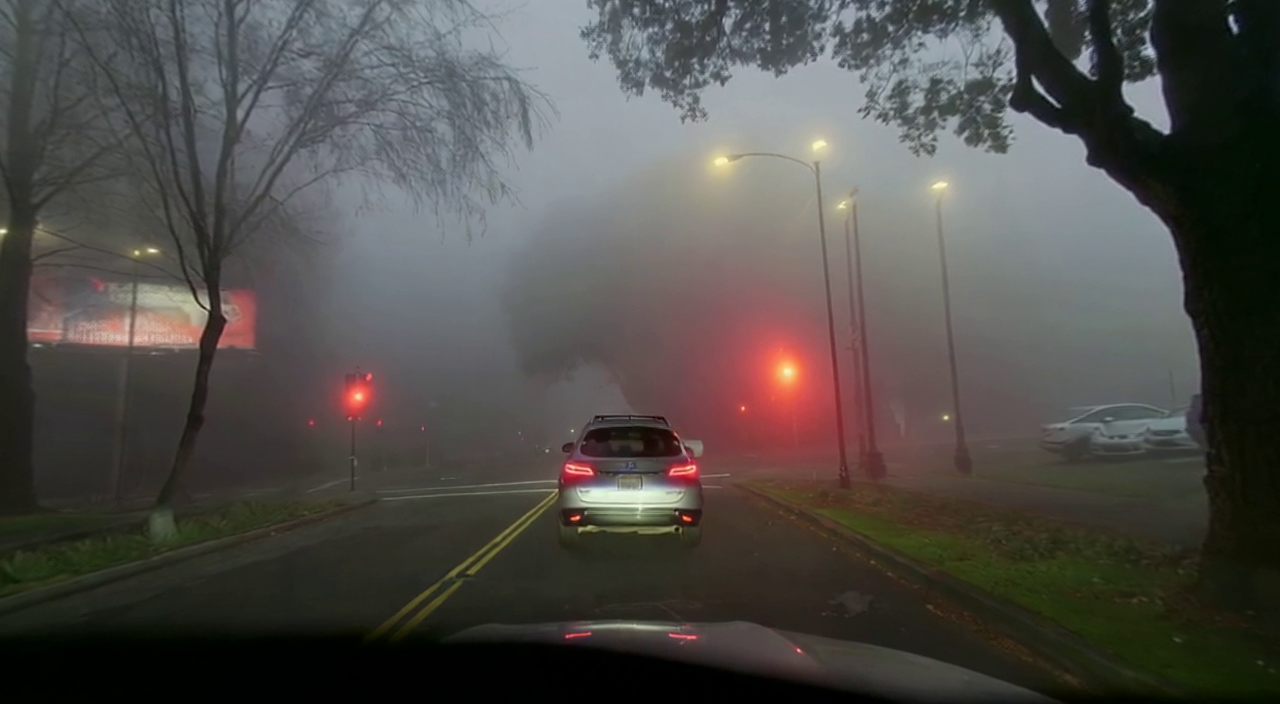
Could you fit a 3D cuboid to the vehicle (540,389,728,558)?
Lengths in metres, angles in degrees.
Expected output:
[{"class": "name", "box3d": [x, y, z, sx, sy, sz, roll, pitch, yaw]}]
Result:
[{"class": "vehicle", "box3d": [-0.082, 1.656, 9.181, 2.142, 1.904, 3.816, 0, -8, 0]}]
